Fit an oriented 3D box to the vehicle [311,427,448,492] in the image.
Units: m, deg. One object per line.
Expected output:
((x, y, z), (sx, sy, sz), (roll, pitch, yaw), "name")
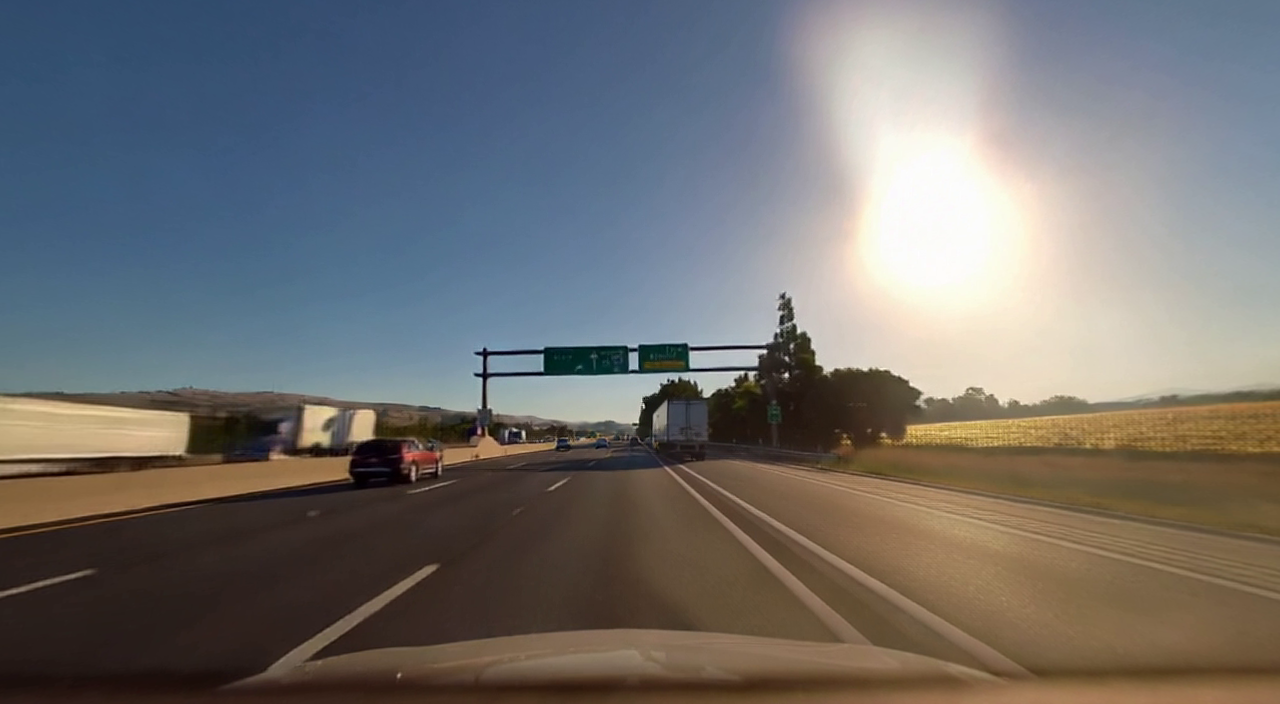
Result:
((-7.364, 3.048, 18.439), (2.076, 1.636, 4.597), (0, -8, 0), "vehicle")

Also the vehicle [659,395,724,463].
((3.005, 4.991, 40.550), (2.760, 3.710, 12.230), (0, -7, -2), "vehicle")

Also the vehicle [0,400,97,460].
((-25.237, 3.153, 25.261), (2.124, 2.243, 5.489), (0, -8, -2), "vehicle")

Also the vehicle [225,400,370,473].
((-19.173, 4.857, 36.303), (2.912, 3.597, 9.830), (0, -8, -1), "vehicle")

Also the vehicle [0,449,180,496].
((-25.185, 4.838, 25.212), (2.631, 1.525, 16.050), (0, -8, -3), "vehicle")
